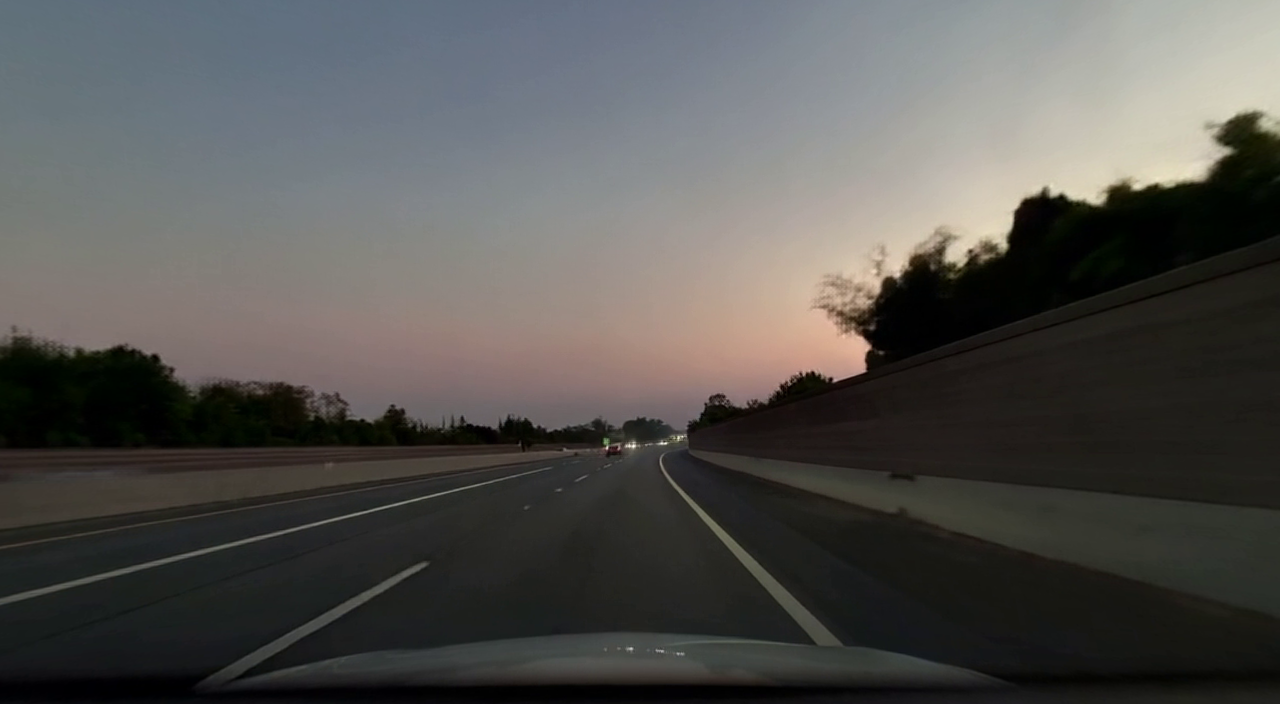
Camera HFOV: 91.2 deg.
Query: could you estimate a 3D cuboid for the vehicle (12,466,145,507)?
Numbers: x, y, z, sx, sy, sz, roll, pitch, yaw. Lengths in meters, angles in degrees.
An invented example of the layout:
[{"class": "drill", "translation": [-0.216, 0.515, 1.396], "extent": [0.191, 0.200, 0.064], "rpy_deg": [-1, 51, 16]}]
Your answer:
[{"class": "vehicle", "translation": [-24.813, 5.928, 27.940], "extent": [1.904, 1.527, 4.309], "rpy_deg": [0, -9, 0]}]
